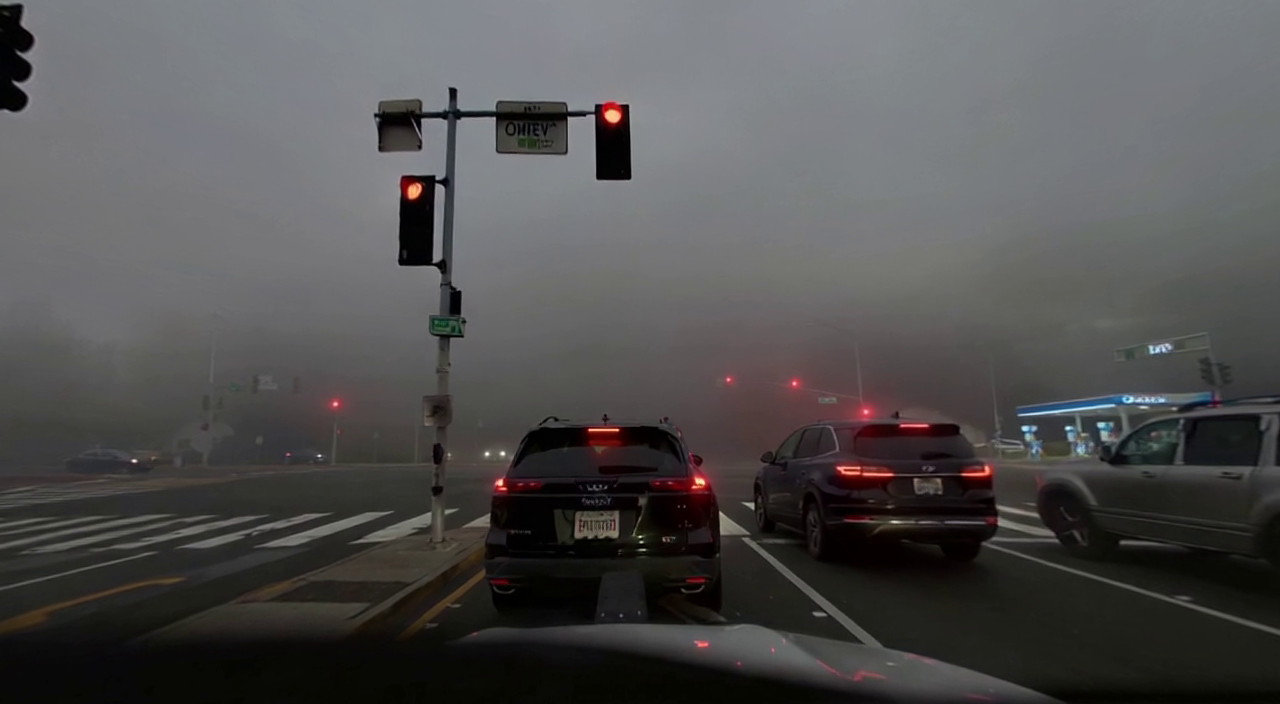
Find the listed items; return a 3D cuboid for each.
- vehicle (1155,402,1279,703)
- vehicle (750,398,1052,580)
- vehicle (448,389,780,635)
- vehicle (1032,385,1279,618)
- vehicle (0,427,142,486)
[{"bbox_3d":[3.073,0.621,0.205,1.965,1.460,4.581,0,-9,1],"label":"vehicle"},{"bbox_3d":[2.986,1.681,8.545,2.060,1.783,4.411,0,-9,-2],"label":"vehicle"},{"bbox_3d":[-0.193,1.481,6.879,2.351,1.733,4.616,0,-9,0],"label":"vehicle"},{"bbox_3d":[6.132,1.348,6.035,1.901,1.870,4.393,0,-9,0],"label":"vehicle"},{"bbox_3d":[-28.967,5.150,31.219,6.772,2.769,2.305,-1,-9,3],"label":"vehicle"}]
